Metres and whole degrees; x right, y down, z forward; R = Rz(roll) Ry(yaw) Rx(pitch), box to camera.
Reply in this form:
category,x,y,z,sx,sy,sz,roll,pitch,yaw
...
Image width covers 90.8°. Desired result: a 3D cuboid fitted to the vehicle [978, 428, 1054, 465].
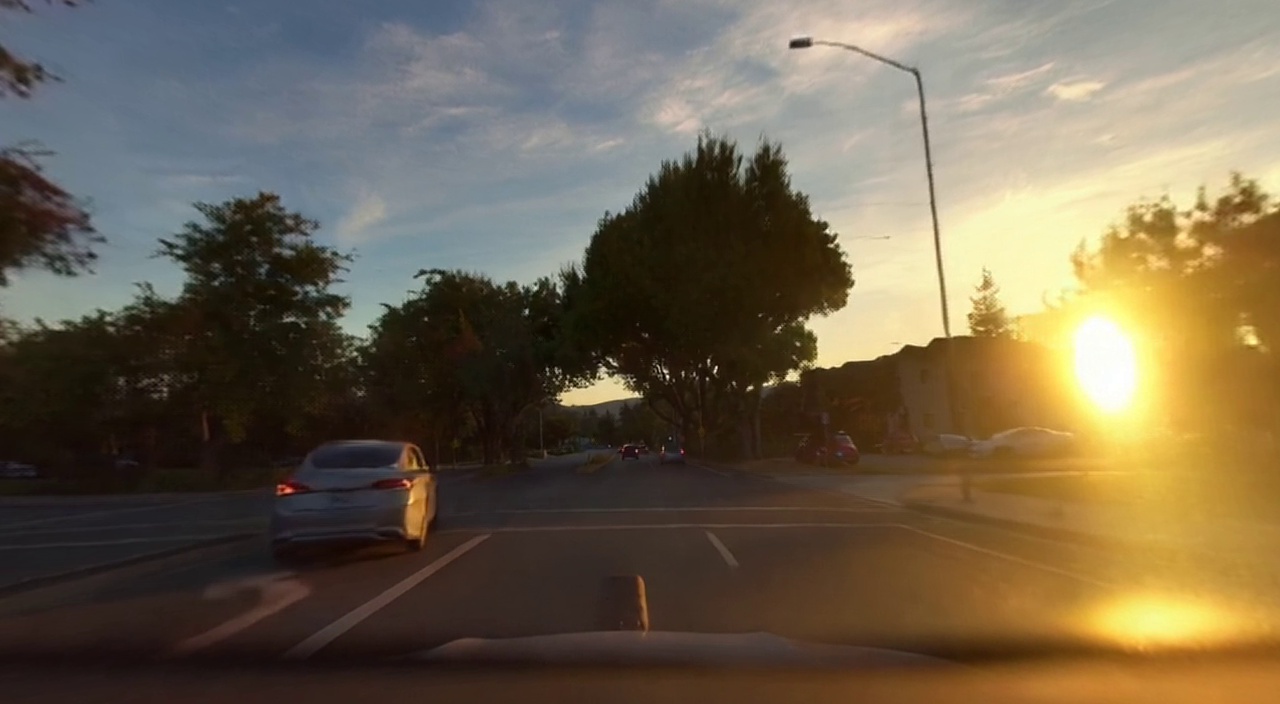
category,x,y,z,sx,sy,sz,roll,pitch,yaw
vehicle,18.661,4.658,31.266,2.150,1.659,4.678,-8,-12,43

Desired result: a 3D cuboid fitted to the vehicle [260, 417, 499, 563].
category,x,y,z,sx,sy,sz,roll,pitch,yaw
vehicle,-3.652,2.008,10.065,2.205,1.706,4.904,1,-8,-7

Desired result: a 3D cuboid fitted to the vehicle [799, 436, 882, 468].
category,x,y,z,sx,sy,sz,roll,pitch,yaw
vehicle,10.442,5.215,33.148,1.903,1.569,3.751,6,-10,-34

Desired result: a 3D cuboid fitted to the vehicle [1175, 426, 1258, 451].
category,x,y,z,sx,sy,sz,roll,pitch,yaw
vehicle,40.534,6.135,44.558,2.496,1.662,4.040,-2,-9,11

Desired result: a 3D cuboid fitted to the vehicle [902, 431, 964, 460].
category,x,y,z,sx,sy,sz,roll,pitch,yaw
vehicle,18.060,5.750,38.827,2.043,1.691,4.436,-8,-12,43

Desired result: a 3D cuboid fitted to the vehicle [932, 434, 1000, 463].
category,x,y,z,sx,sy,sz,roll,pitch,yaw
vehicle,18.100,5.329,34.988,2.106,1.460,4.389,-8,-12,43

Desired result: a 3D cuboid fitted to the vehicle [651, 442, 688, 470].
category,x,y,z,sx,sy,sz,roll,pitch,yaw
vehicle,1.702,6.256,38.263,2.003,1.614,4.072,0,-8,-1
